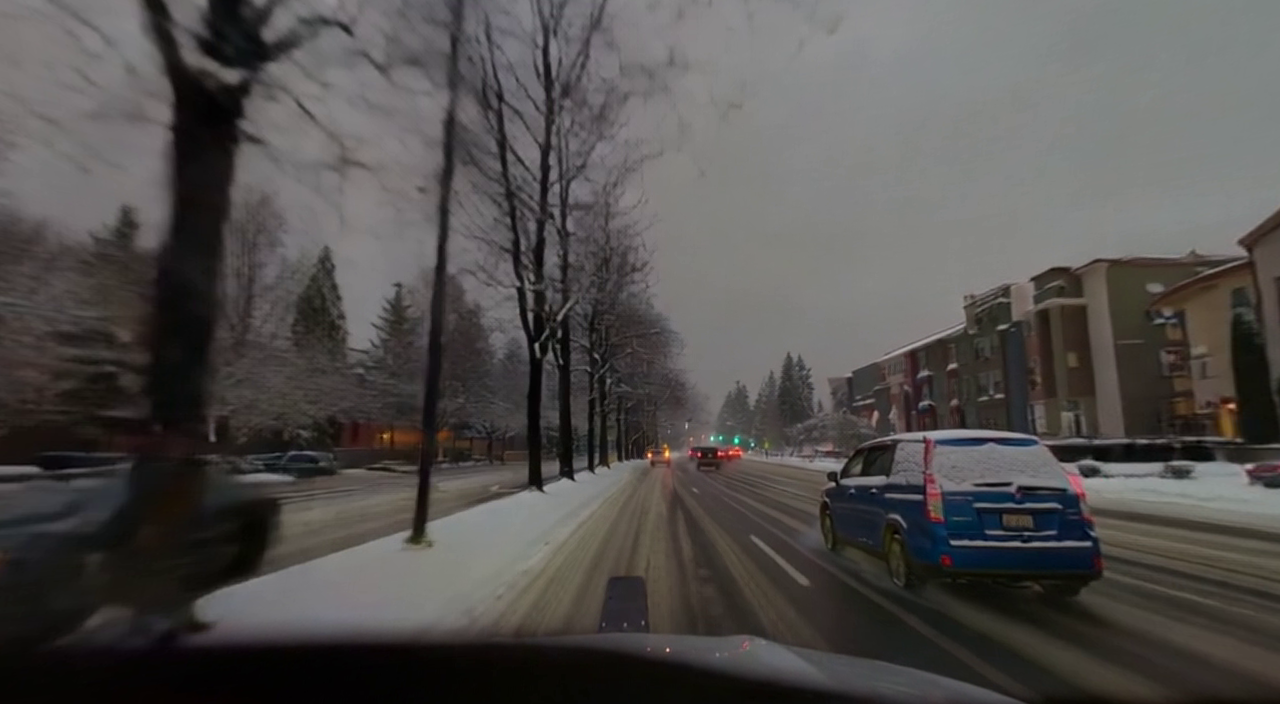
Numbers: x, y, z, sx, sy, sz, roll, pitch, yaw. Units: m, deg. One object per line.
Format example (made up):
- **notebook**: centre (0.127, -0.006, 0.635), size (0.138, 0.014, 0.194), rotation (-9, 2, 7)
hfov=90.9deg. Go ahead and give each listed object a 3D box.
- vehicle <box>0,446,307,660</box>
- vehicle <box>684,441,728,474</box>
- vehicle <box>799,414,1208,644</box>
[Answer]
- **vehicle**: centre (-5.393, 1.657, 6.111), size (1.953, 1.462, 4.297), rotation (0, -8, 1)
- **vehicle**: centre (3.925, 6.385, 38.255), size (2.154, 1.844, 4.634), rotation (0, -8, 0)
- **vehicle**: centre (3.128, 1.574, 6.594), size (1.901, 1.634, 3.952), rotation (0, -8, 0)
